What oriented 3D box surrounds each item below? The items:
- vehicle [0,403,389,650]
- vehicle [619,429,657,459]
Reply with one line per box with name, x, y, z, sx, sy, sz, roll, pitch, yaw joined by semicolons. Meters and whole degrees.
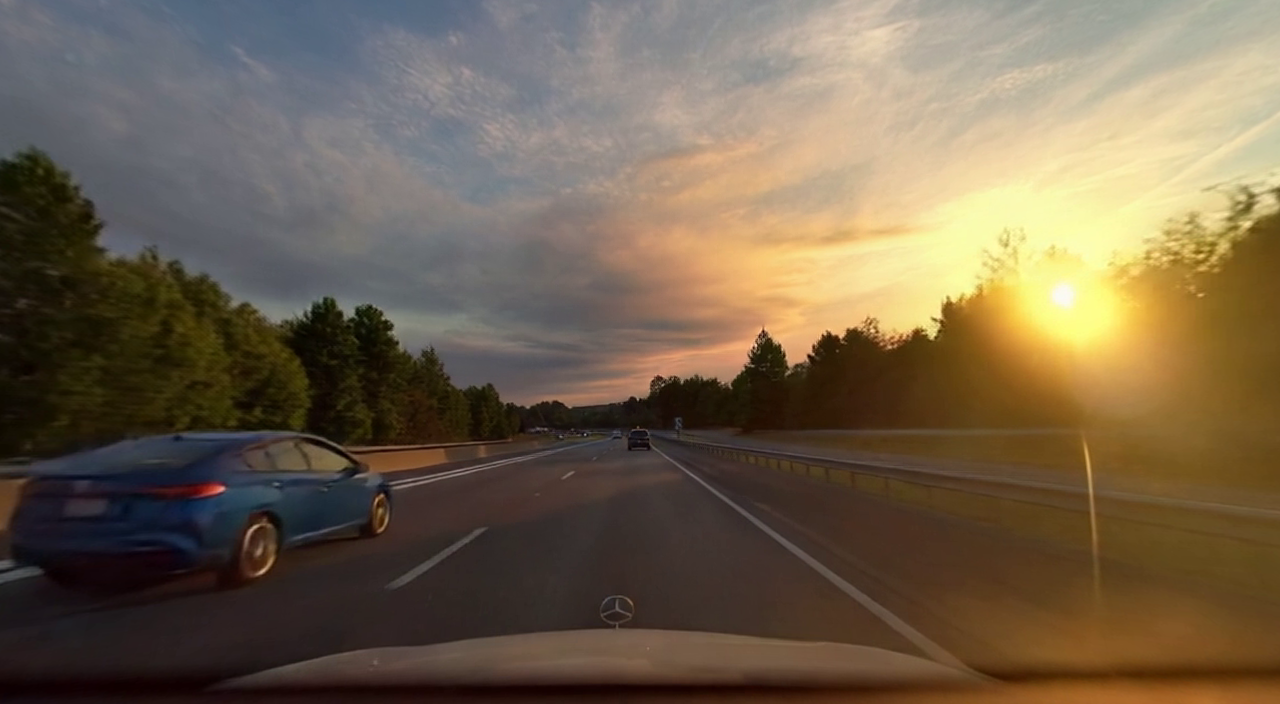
vehicle;-4.204;1.337;5.928;2.030;1.491;4.046;0;-8;0
vehicle;-0.128;5.444;37.392;2.134;1.654;4.174;0;-8;0
